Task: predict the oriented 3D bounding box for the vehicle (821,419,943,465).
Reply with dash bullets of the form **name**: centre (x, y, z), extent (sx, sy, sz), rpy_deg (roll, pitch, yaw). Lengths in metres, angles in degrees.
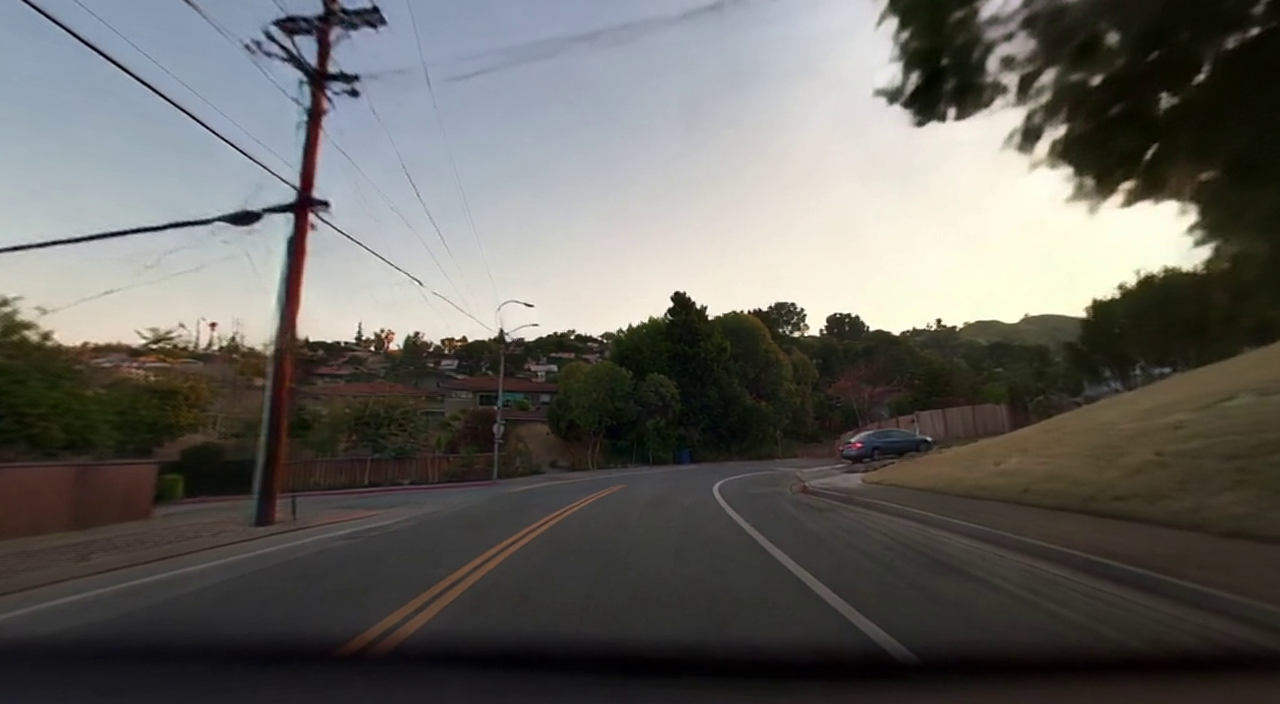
- **vehicle**: centre (11.065, 4.128, 28.894), extent (4.810, 1.732, 2.176), rpy_deg (0, -10, -21)
